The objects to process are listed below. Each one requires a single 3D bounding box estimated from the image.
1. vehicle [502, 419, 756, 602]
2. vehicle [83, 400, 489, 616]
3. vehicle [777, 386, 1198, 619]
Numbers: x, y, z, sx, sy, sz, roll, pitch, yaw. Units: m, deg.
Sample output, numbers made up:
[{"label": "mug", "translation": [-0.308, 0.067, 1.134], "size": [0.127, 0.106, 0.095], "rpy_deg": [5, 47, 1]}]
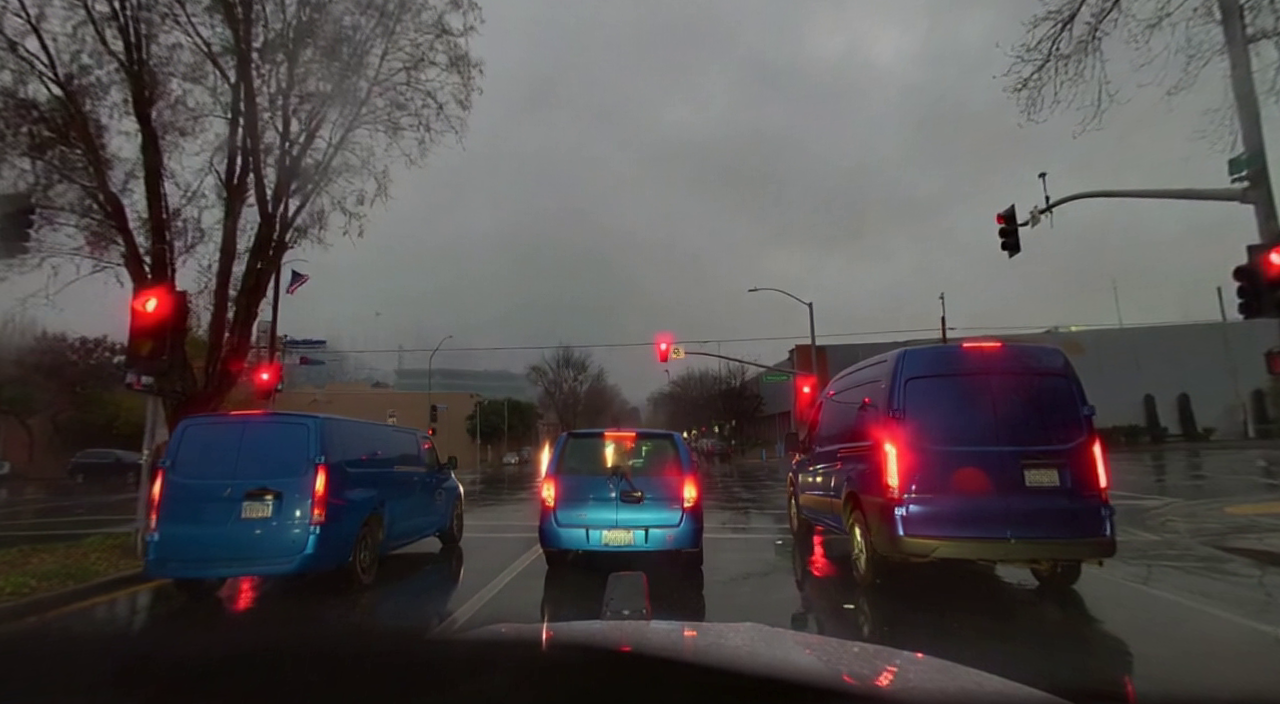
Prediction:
[{"label": "vehicle", "translation": [-0.130, 1.619, 7.345], "size": [2.098, 1.494, 4.118], "rpy_deg": [0, -9, -1]}, {"label": "vehicle", "translation": [-3.299, 1.529, 7.039], "size": [2.024, 1.677, 3.998], "rpy_deg": [-1, -9, 3]}, {"label": "vehicle", "translation": [3.095, 1.460, 7.013], "size": [2.178, 1.746, 4.400], "rpy_deg": [0, -9, 1]}]
